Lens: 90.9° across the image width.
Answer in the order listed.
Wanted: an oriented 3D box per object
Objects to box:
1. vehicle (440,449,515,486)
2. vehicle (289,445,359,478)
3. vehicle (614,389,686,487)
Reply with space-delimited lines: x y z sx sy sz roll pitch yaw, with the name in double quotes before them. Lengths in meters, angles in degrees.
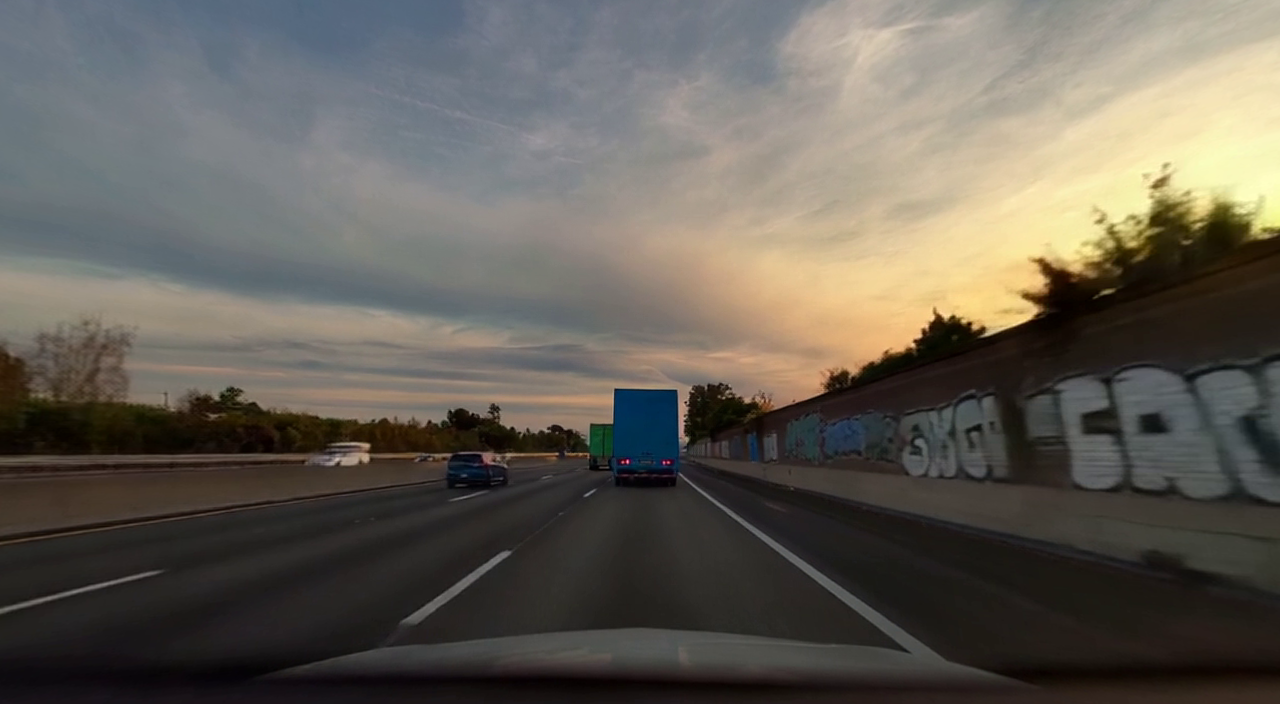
"vehicle" -7.224 5.177 28.622 1.998 1.529 4.850 0 -9 2
"vehicle" -19.608 6.807 39.336 1.987 1.948 4.363 0 -9 1
"vehicle" 0.446 4.413 31.715 2.997 4.069 10.871 0 -9 0
